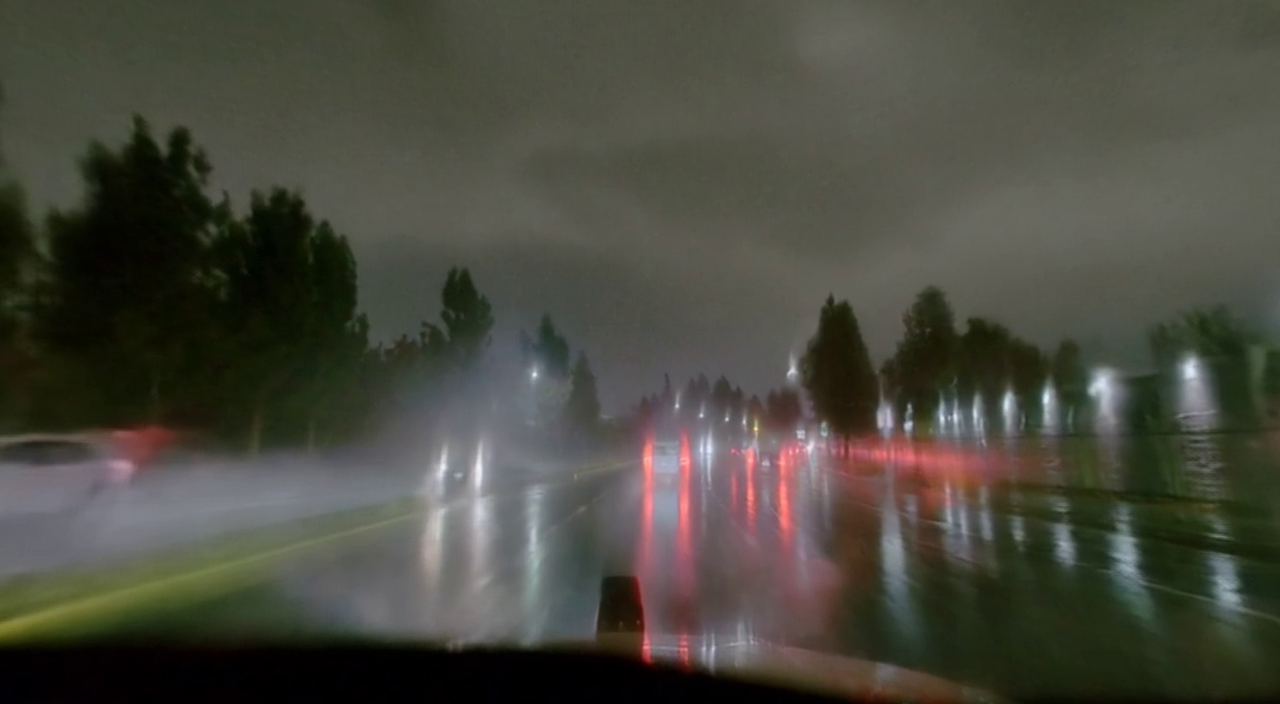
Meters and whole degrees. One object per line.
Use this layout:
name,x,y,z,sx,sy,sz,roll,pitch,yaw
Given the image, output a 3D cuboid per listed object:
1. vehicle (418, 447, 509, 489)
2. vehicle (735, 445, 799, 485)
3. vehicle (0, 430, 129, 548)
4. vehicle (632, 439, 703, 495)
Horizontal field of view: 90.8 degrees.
vehicle,-6.785,4.484,24.889,1.933,1.472,4.482,-1,-9,6
vehicle,5.089,4.560,25.901,2.147,1.474,4.083,-1,-8,5
vehicle,-10.805,2.075,9.502,2.329,1.757,4.464,-1,-8,2
vehicle,1.041,3.868,21.620,2.105,1.676,4.541,-1,-9,6
